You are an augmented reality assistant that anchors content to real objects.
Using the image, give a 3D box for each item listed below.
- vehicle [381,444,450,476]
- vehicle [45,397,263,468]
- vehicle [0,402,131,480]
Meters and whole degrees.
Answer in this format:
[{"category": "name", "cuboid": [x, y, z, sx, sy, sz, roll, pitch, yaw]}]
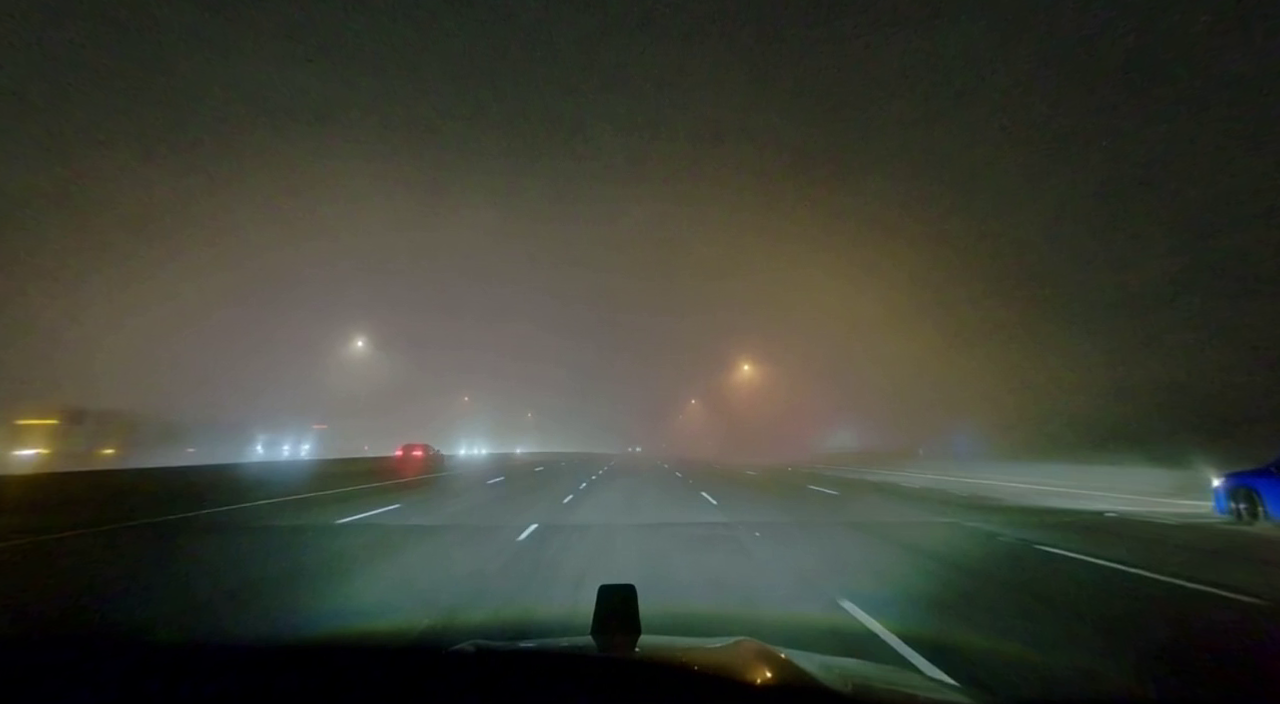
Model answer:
[{"category": "vehicle", "cuboid": [-11.243, 5.425, 31.983, 1.921, 1.452, 4.429, 0, -9, 0]}, {"category": "vehicle", "cuboid": [-34.412, 6.379, 46.665, 2.899, 4.057, 16.924, -1, -11, -1]}, {"category": "vehicle", "cuboid": [-34.248, 5.128, 36.255, 3.017, 3.954, 8.238, 0, -9, 0]}]
